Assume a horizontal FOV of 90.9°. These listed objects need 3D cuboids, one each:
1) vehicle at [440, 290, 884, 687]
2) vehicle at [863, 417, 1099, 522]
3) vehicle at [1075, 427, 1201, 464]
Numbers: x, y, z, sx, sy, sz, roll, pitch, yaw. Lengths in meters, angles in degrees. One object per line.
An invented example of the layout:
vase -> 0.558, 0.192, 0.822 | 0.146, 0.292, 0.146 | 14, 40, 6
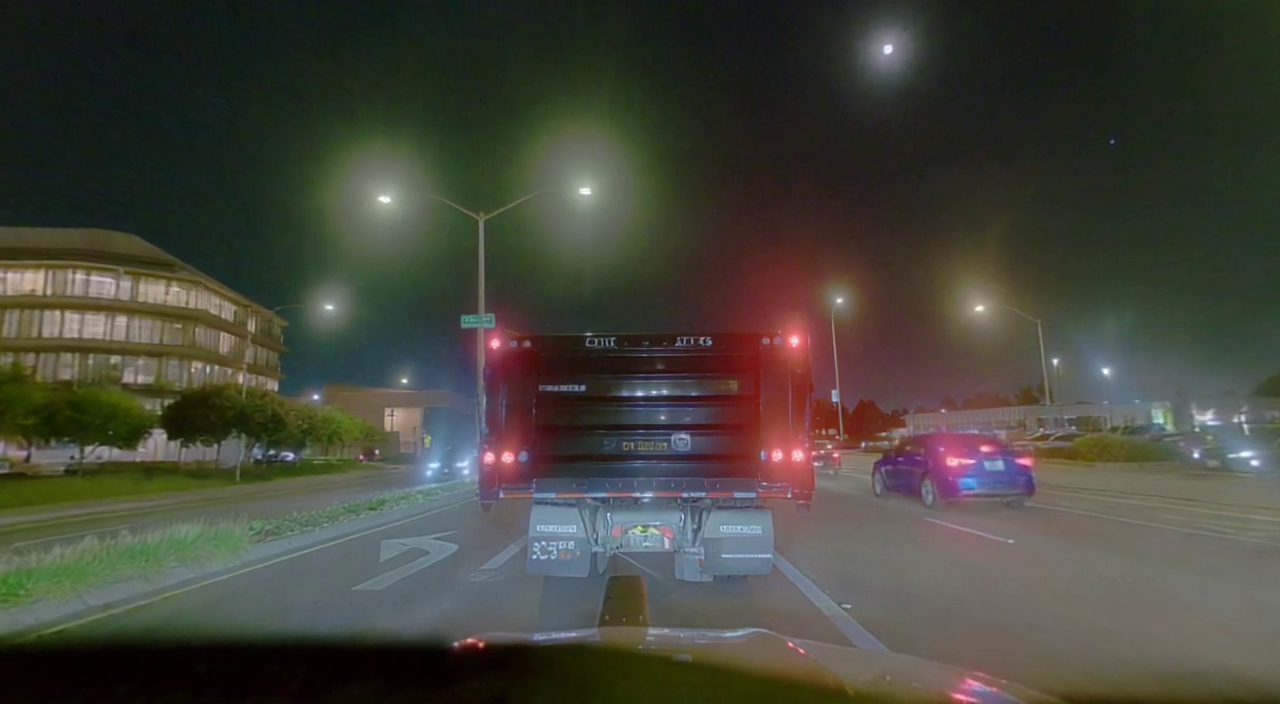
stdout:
vehicle -> 0.263, 1.310, 7.397 | 2.650, 2.391, 7.008 | -1, -8, 3
vehicle -> 6.905, 2.438, 13.659 | 2.363, 1.825, 4.989 | -1, -8, 1
vehicle -> 23.150, 4.373, 29.438 | 4.171, 1.614, 1.894 | -1, -8, 1
